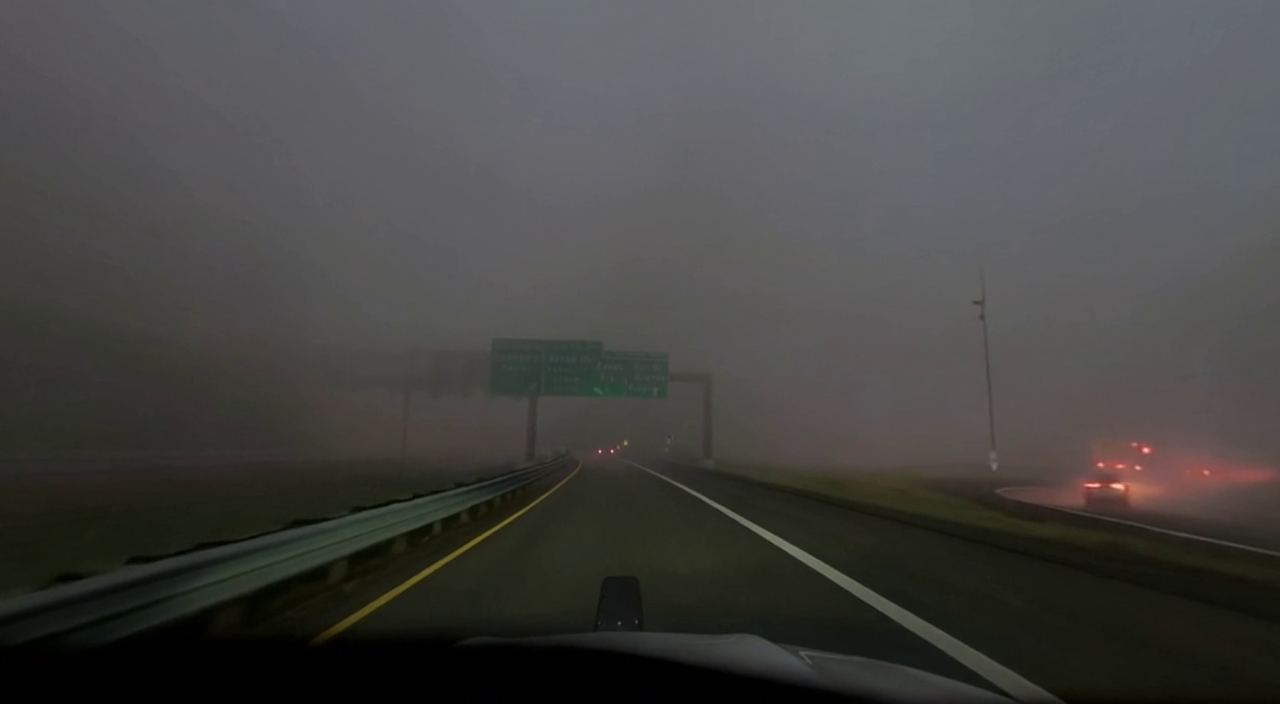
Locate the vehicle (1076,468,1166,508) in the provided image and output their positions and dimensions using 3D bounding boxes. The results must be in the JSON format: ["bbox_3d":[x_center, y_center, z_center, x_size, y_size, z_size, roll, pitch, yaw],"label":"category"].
[{"bbox_3d":[20.191,5.670,26.569,2.129,1.444,3.649,-4,-10,24],"label":"vehicle"}]
